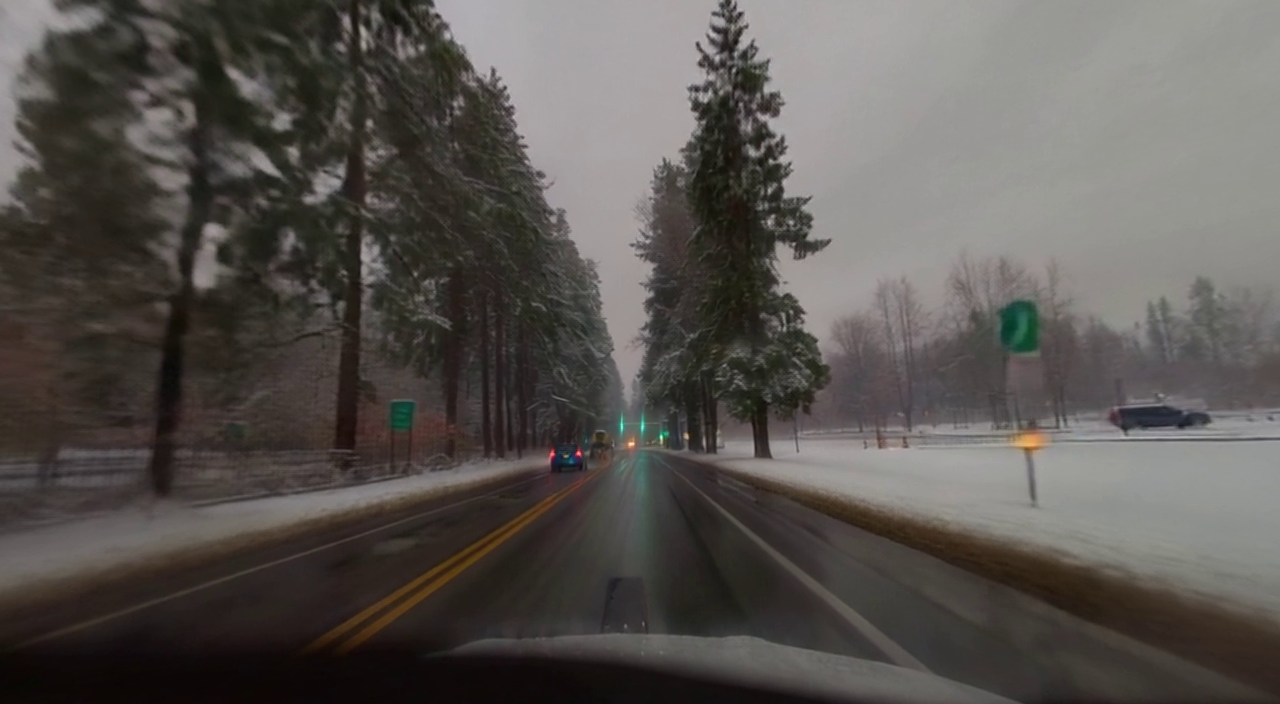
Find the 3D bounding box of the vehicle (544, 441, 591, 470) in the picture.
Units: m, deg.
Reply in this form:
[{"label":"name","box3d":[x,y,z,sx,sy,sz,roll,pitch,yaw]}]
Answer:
[{"label":"vehicle","box3d":[-3.948,5.703,34.966,2.005,1.462,4.345,0,-8,1]}]
